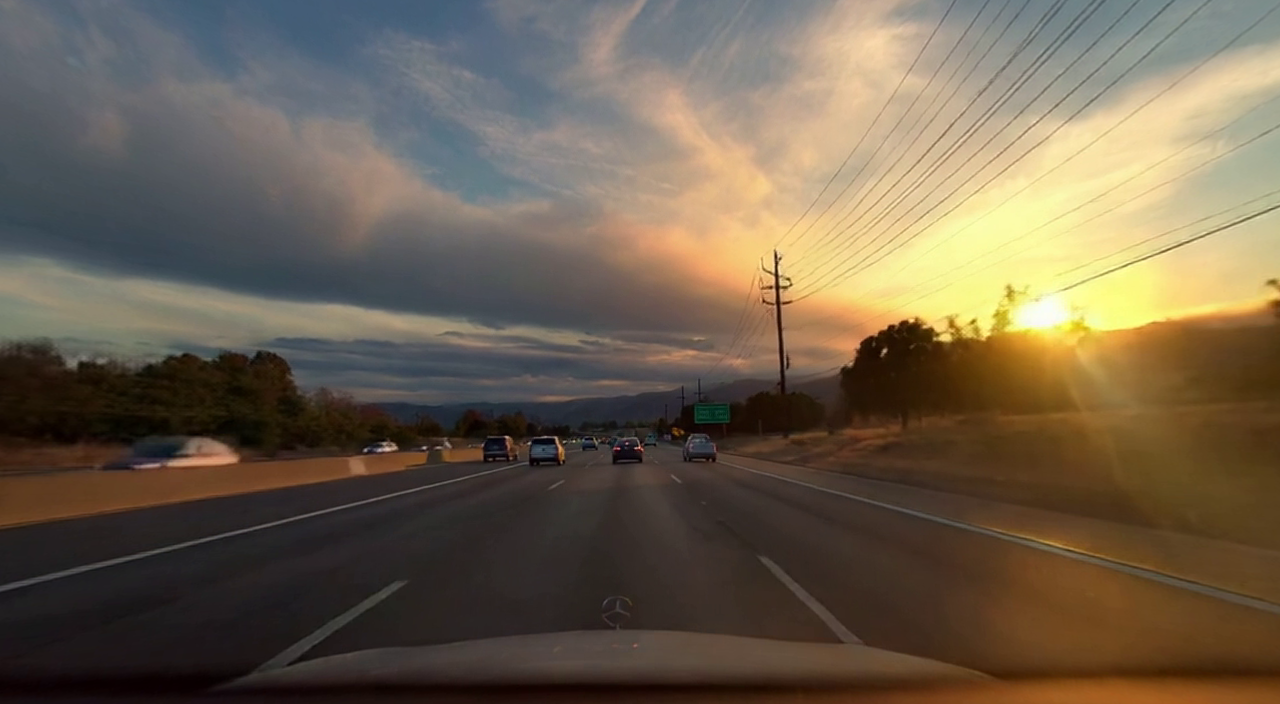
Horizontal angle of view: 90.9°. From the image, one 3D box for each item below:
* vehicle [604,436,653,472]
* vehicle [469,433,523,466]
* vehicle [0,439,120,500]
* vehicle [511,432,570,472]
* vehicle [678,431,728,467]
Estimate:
[{"bbox_3d":[-0.512,4.508,28.237,2.086,1.488,3.440,0,-8,-1],"label":"vehicle"},{"bbox_3d":[-7.708,5.263,34.245,1.980,1.678,4.255,0,-8,-1],"label":"vehicle"},{"bbox_3d":[-15.989,2.977,16.265,1.724,1.404,4.047,0,-8,-1],"label":"vehicle"},{"bbox_3d":[-4.383,4.463,28.497,1.901,1.601,4.610,0,-8,0],"label":"vehicle"},{"bbox_3d":[3.197,5.004,32.748,1.950,1.695,4.446,0,-8,-2],"label":"vehicle"}]
